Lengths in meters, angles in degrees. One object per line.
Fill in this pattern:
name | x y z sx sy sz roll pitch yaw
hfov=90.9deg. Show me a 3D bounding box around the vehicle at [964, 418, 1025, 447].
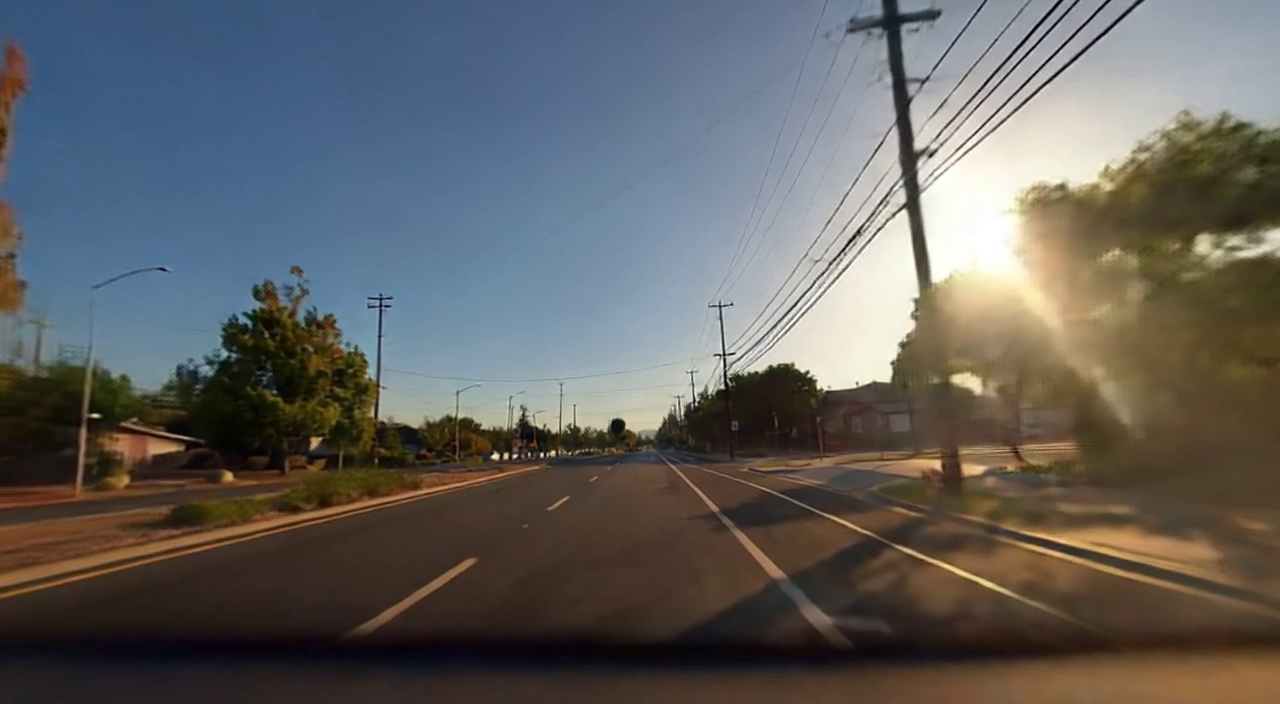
vehicle | 26.663 6.136 47.540 2.009 2.044 4.571 0 -9 2
